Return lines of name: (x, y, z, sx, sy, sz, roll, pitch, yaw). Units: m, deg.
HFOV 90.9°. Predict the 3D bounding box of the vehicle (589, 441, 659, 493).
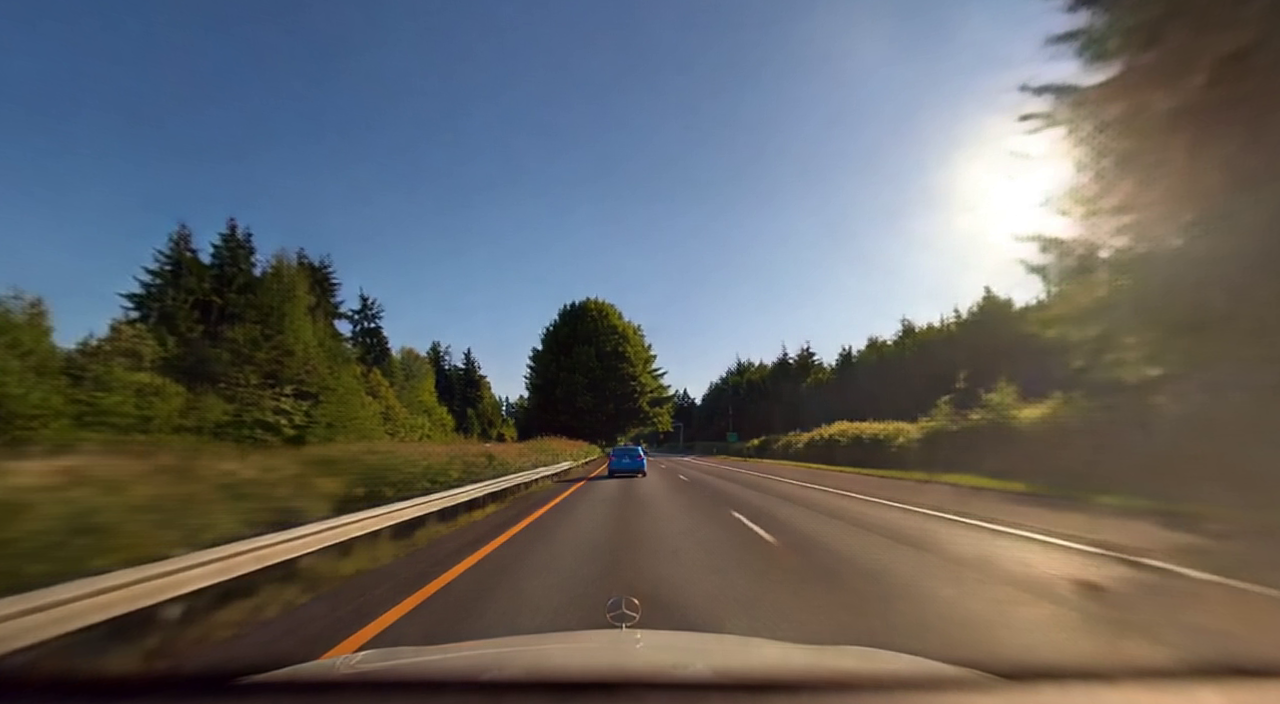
vehicle: (-0.485, 3.708, 20.756, 2.069, 1.523, 4.012, 0, -9, 0)
